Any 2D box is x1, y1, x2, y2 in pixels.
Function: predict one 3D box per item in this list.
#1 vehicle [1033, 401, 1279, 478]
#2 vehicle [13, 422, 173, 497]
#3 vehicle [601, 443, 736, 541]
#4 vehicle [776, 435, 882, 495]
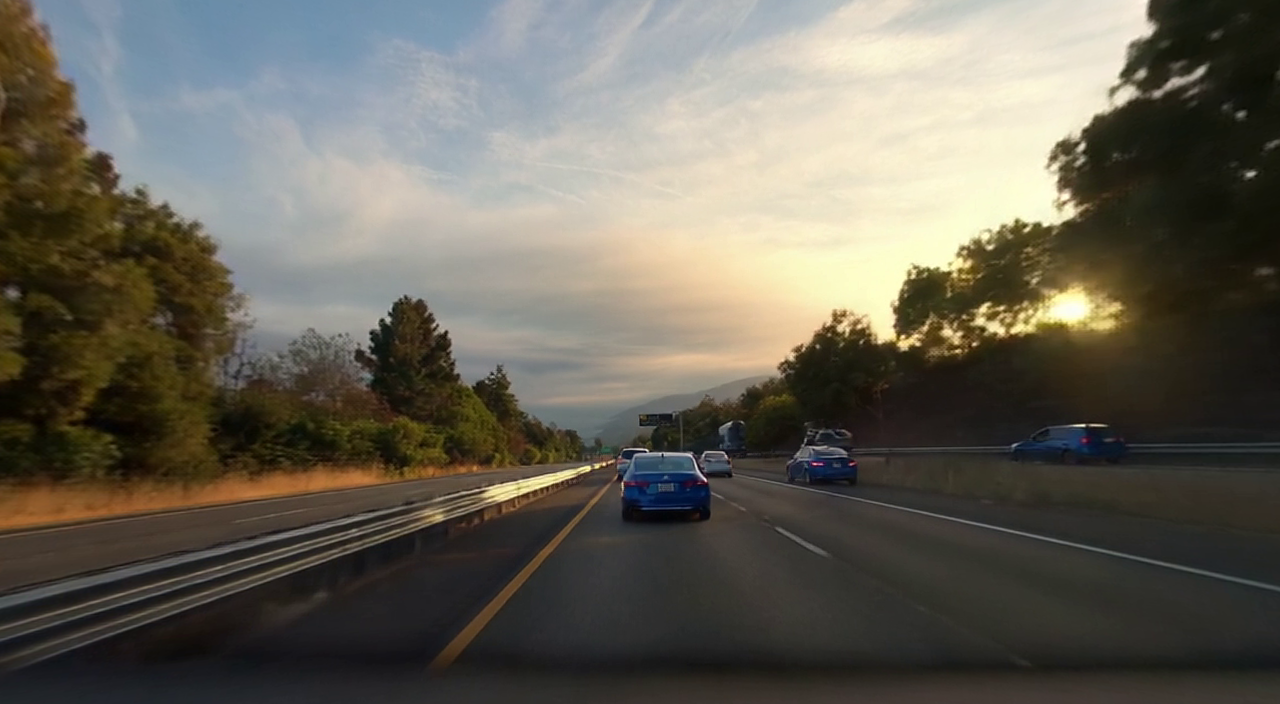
[{"bbox_3d":[31.570,5.652,39.998,2.822,3.996,14.073,1,-9,-7],"label":"vehicle"},{"bbox_3d":[-33.496,6.593,39.192,2.902,3.981,7.819,-3,-8,0],"label":"vehicle"},{"bbox_3d":[0.418,2.469,11.712,2.076,1.485,3.774,0,-9,-1],"label":"vehicle"},{"bbox_3d":[6.361,3.879,21.851,2.177,1.827,4.565,0,-9,-1],"label":"vehicle"}]
